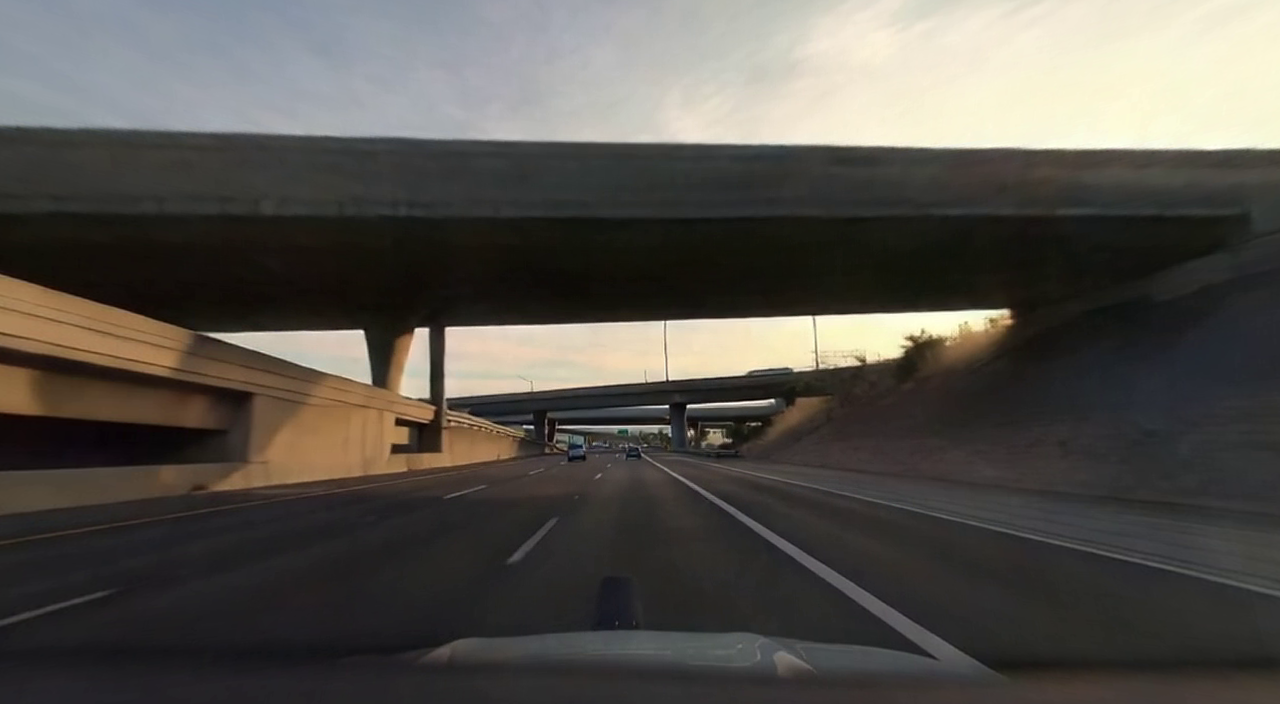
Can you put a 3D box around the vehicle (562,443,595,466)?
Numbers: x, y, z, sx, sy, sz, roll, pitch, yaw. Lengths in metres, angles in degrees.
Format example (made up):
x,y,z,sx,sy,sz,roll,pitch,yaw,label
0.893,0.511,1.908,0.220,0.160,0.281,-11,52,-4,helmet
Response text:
x,y,z,sx,sy,sz,roll,pitch,yaw,label
-4.441,7.459,46.168,2.000,1.646,4.201,0,-8,-1,vehicle

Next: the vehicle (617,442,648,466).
x,y,z,sx,sy,sz,roll,pitch,yaw,label
-0.547,7.337,45.678,2.132,1.657,3.967,0,-8,-1,vehicle
